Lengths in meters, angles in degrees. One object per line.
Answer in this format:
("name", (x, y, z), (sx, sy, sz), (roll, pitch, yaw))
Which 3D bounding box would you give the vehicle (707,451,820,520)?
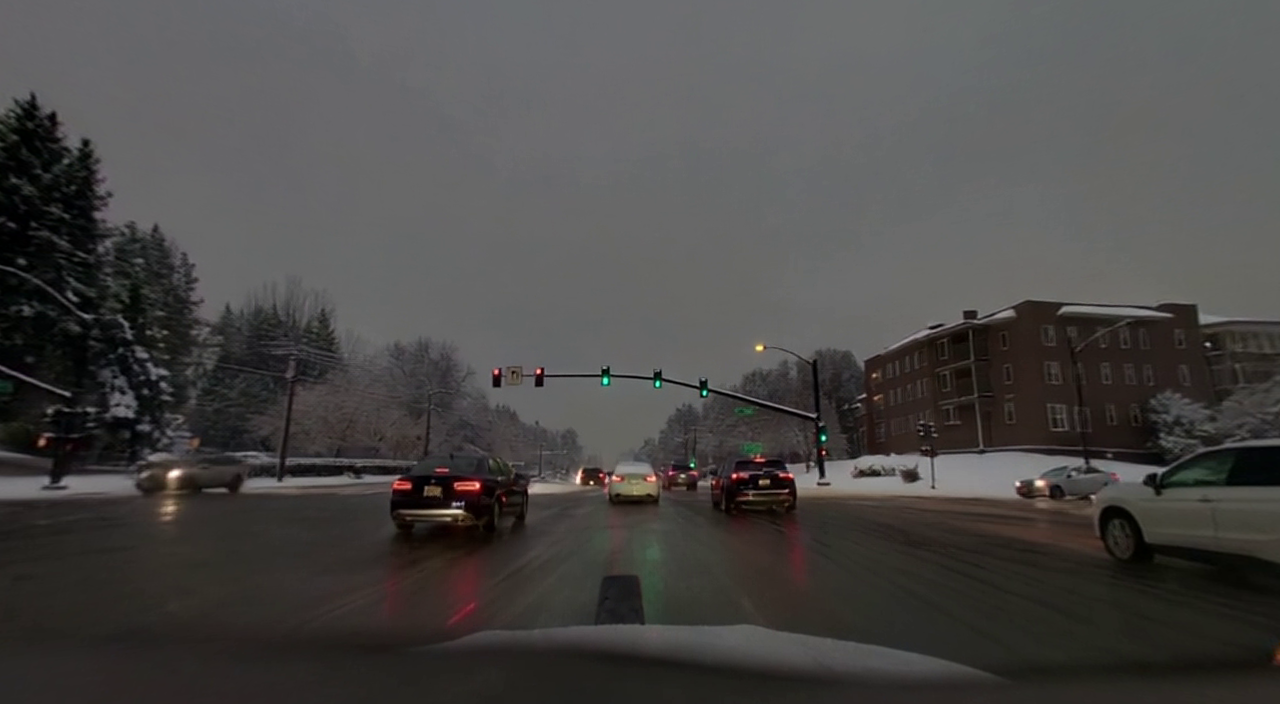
("vehicle", (3.180, 3.544, 17.456), (1.996, 1.566, 4.917), (0, -9, -2))

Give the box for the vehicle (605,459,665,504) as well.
("vehicle", (-0.227, 4.882, 24.146), (2.098, 1.461, 3.958), (0, -9, -2))

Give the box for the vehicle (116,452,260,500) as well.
("vehicle", (-18.345, 5.139, 26.043), (2.172, 1.751, 4.889), (0, -12, 1))

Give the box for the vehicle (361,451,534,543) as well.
("vehicle", (-3.556, 2.752, 12.735), (2.045, 1.463, 4.490), (0, -9, 0))

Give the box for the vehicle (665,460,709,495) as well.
("vehicle", (2.707, 7.354, 37.355), (2.138, 1.778, 4.422), (0, -9, -2))

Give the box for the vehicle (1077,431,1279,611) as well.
("vehicle", (6.564, 1.474, 5.543), (1.959, 1.553, 4.809), (0, -9, -1))

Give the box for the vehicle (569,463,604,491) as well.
("vehicle", (-3.668, 8.653, 43.911), (2.033, 1.714, 4.278), (0, -9, 0))
